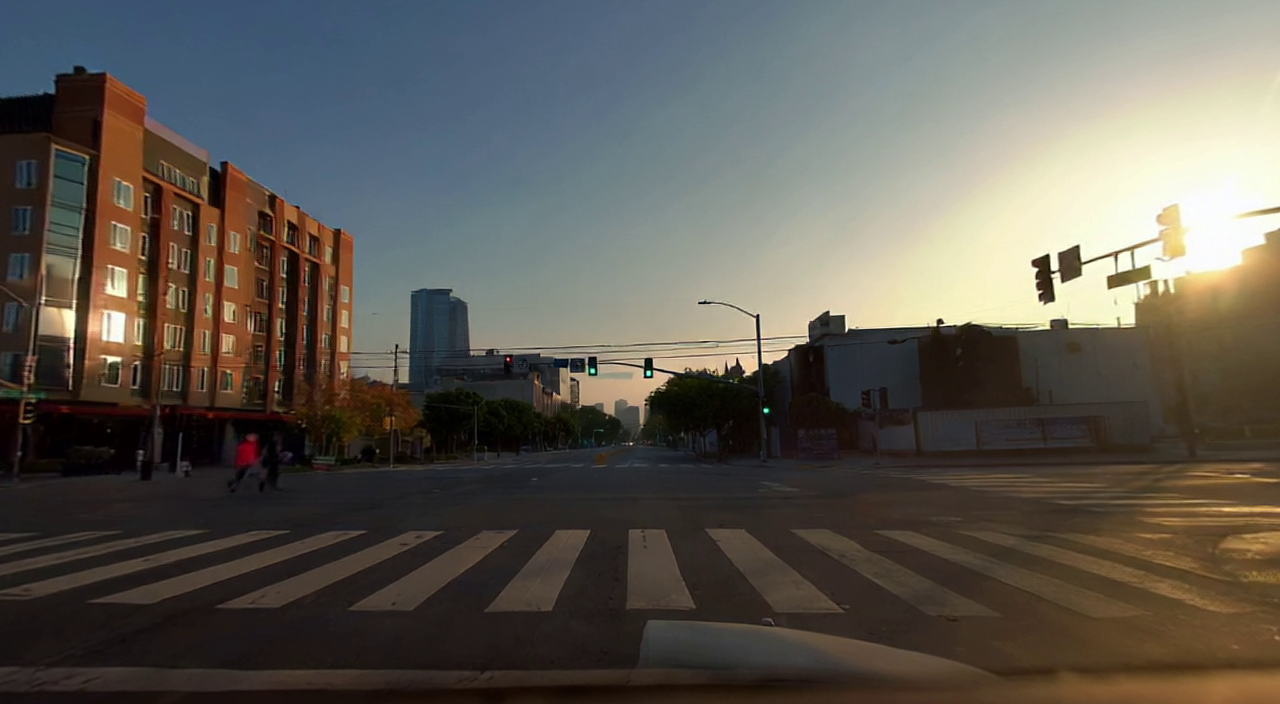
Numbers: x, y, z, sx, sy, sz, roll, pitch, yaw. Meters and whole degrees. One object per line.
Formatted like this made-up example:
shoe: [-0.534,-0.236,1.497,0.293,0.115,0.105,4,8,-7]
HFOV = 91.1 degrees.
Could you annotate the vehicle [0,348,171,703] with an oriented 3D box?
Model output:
vehicle: [-3.626,0.622,1.065,2.109,1.692,4.587,0,-8,0]
